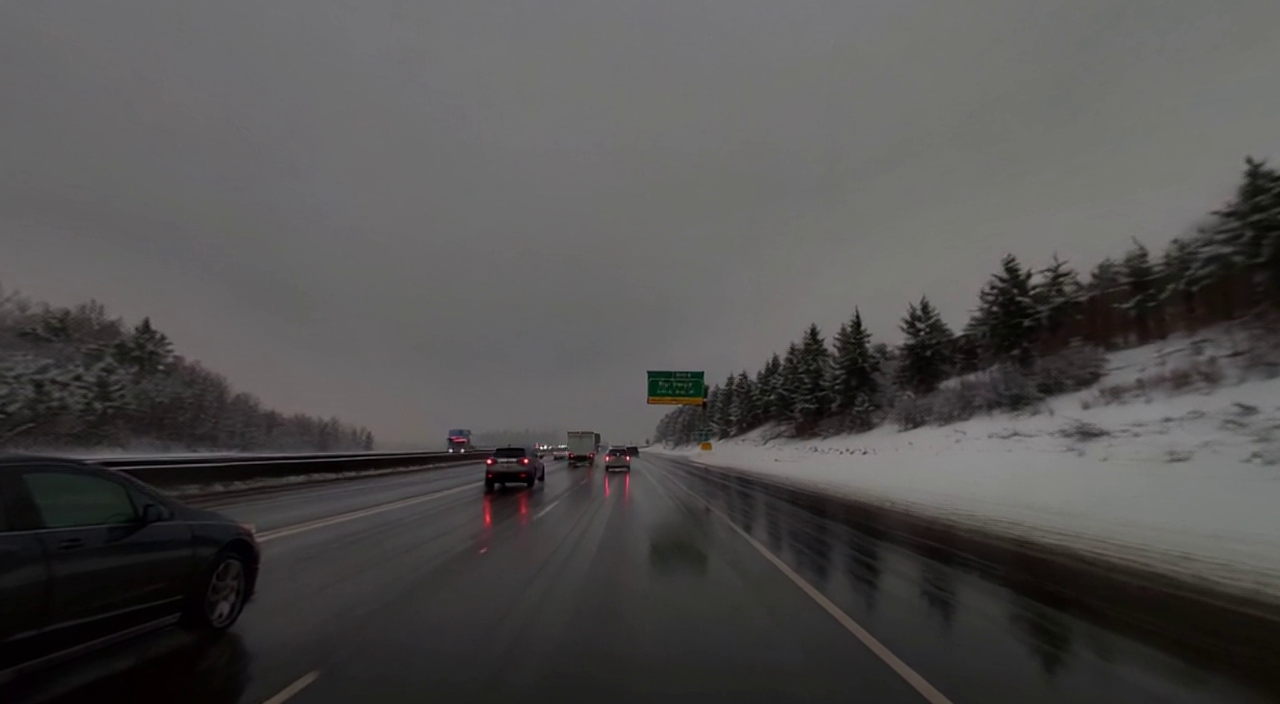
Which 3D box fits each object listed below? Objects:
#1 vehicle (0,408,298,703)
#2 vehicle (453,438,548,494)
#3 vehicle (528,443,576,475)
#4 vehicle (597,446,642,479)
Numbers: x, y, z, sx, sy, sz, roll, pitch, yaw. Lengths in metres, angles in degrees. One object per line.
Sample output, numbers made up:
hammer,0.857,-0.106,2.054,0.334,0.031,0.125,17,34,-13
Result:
vehicle,-3.877,1.087,3.334,1.892,1.492,3.940,0,-9,0
vehicle,-4.442,3.701,20.796,2.208,1.619,4.162,0,-9,0
vehicle,-4.780,5.898,34.849,2.118,1.624,4.032,0,-9,-1
vehicle,-0.970,5.257,30.128,1.988,1.440,4.201,0,-9,-2
